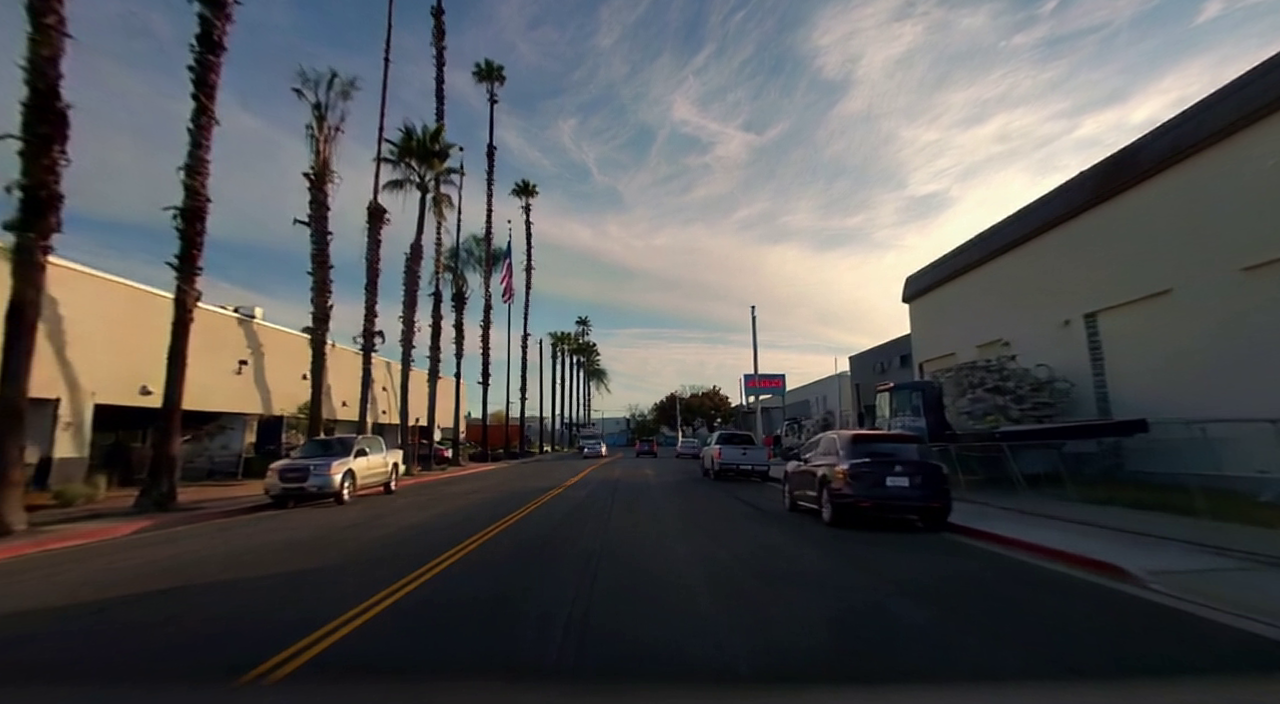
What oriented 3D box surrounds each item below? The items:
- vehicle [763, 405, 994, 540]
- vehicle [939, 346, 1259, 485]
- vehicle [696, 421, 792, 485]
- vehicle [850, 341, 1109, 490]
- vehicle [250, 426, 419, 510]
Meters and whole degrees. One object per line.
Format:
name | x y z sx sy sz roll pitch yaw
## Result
vehicle | 3.701 1.975 10.995 2.098 1.816 4.709 0 -8 -1
vehicle | 11.464 1.913 17.115 2.840 2.807 7.405 -3 -9 -1
vehicle | 3.524 3.587 22.818 2.345 1.969 6.070 0 -8 -1
vehicle | 8.074 1.776 16.381 2.993 3.033 6.781 -1 -8 1
vehicle | -8.093 3.103 17.476 2.105 1.836 5.338 -2 -8 -1
